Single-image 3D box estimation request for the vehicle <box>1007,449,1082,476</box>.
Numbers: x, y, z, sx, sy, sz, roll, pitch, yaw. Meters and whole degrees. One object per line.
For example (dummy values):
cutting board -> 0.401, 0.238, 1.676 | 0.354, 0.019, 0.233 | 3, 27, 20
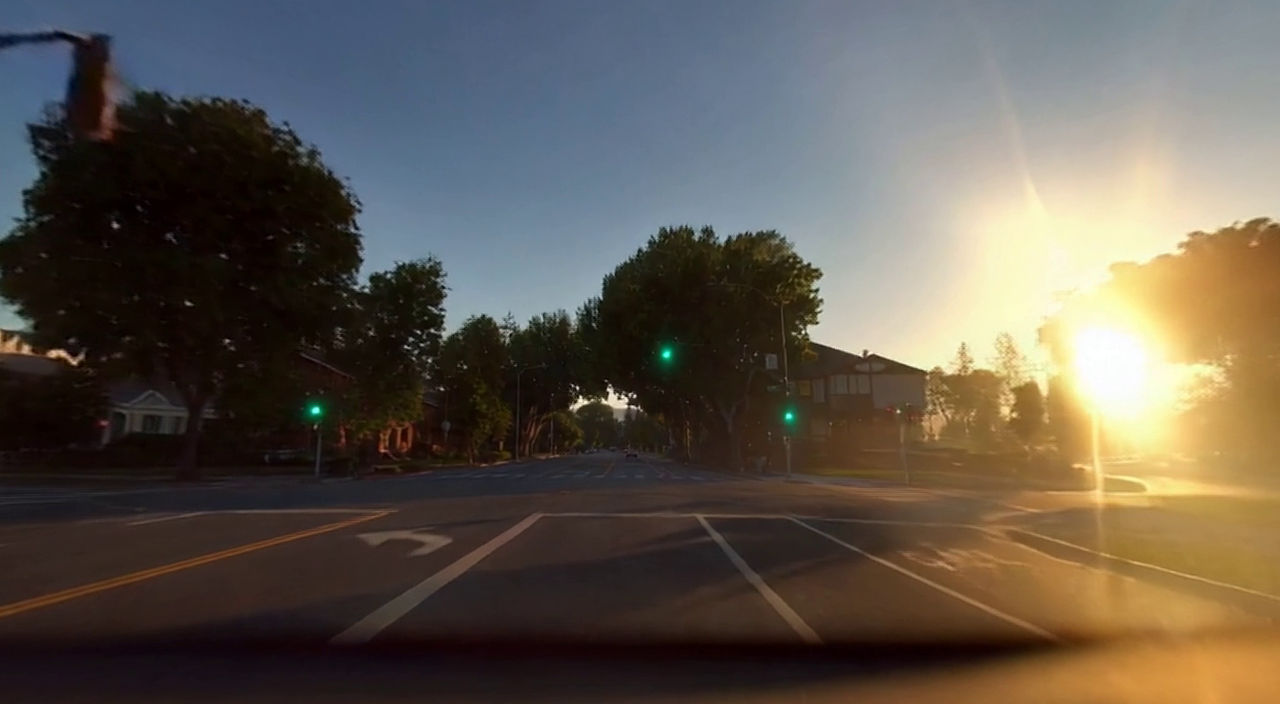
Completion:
vehicle -> 26.740, 7.283, 41.771 | 3.878, 1.462, 1.783 | 4, -7, -5
